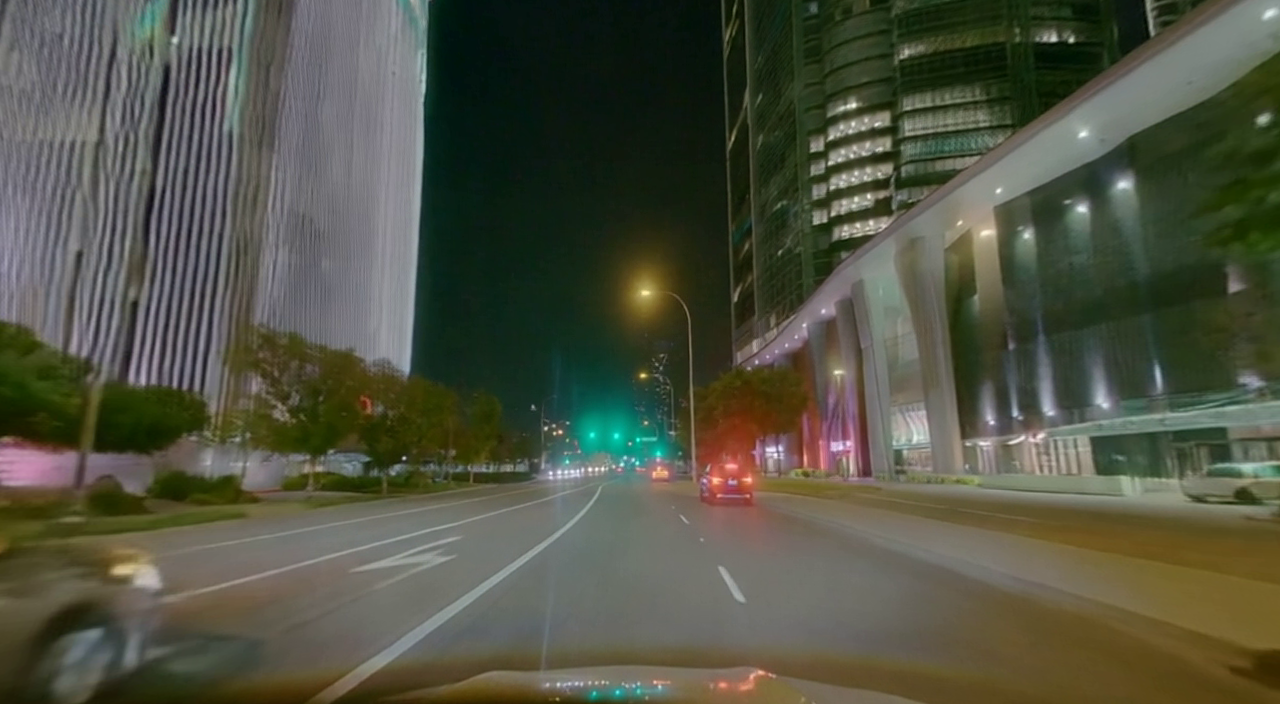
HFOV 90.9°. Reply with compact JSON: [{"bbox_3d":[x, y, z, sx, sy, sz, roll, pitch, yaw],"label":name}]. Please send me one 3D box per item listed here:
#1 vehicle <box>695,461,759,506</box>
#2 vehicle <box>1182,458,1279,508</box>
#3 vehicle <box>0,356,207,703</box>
[{"bbox_3d":[3.152,4.845,23.493,1.899,1.470,3.666,1,-10,0],"label":"vehicle"},{"bbox_3d":[17.805,3.734,18.142,2.767,1.307,1.673,-1,-10,2],"label":"vehicle"},{"bbox_3d":[-3.554,0.678,1.523,1.956,1.680,4.126,1,-10,1],"label":"vehicle"}]
